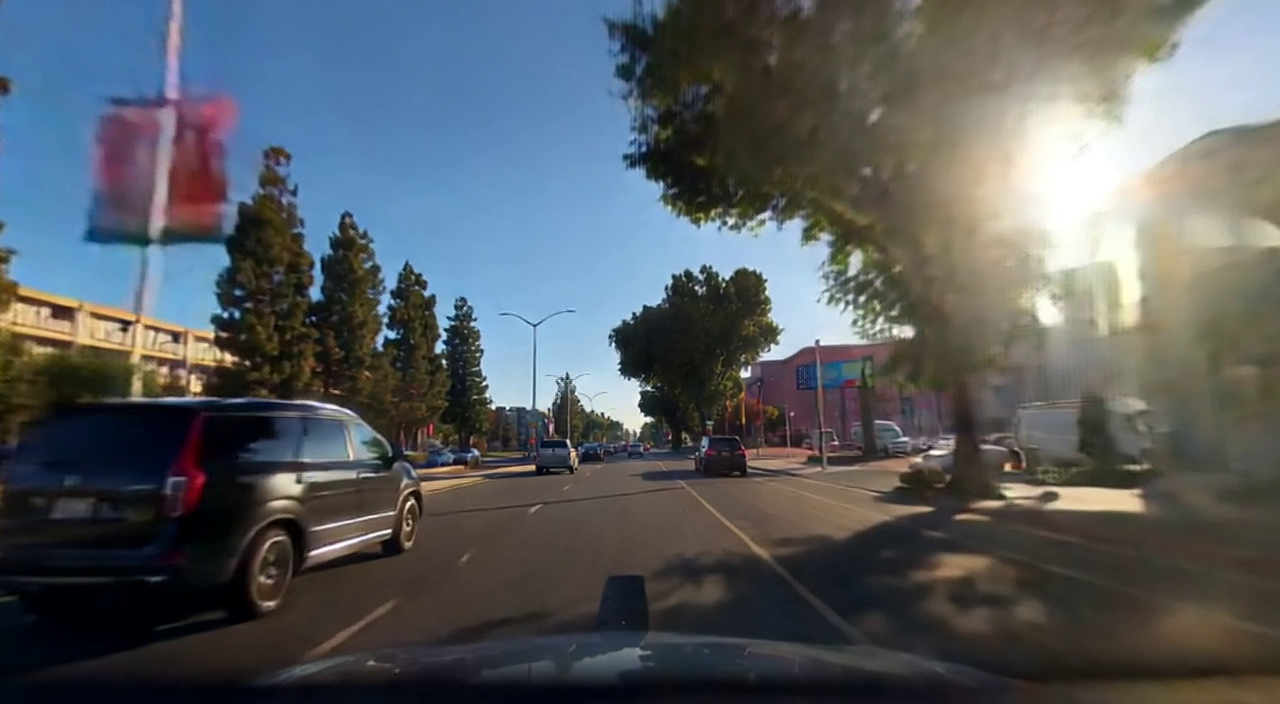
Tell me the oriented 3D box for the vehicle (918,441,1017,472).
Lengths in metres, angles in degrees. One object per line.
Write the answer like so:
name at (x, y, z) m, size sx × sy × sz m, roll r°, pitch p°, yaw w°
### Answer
vehicle at (16.676, 5.287, 31.942) m, size 4.701 × 1.470 × 1.985 m, roll 4°, pitch -9°, yaw -27°

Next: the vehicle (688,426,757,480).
vehicle at (3.153, 3.976, 24.912) m, size 2.024 × 1.921 × 4.431 m, roll 0°, pitch -8°, yaw -2°

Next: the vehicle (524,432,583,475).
vehicle at (-3.775, 4.531, 28.219) m, size 2.014 × 1.775 × 4.404 m, roll 0°, pitch -8°, yaw 0°

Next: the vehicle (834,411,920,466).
vehicle at (15.685, 5.869, 42.311) m, size 2.642 × 3.252 × 8.515 m, roll 0°, pitch -8°, yaw 1°

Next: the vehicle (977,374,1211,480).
vehicle at (15.770, 2.907, 22.773) m, size 2.919 × 3.125 × 7.218 m, roll 2°, pitch -10°, yaw -1°

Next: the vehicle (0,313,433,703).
vehicle at (-3.693, 1.103, 5.387) m, size 2.210 × 1.925 × 4.838 m, roll 0°, pitch -8°, yaw -1°
